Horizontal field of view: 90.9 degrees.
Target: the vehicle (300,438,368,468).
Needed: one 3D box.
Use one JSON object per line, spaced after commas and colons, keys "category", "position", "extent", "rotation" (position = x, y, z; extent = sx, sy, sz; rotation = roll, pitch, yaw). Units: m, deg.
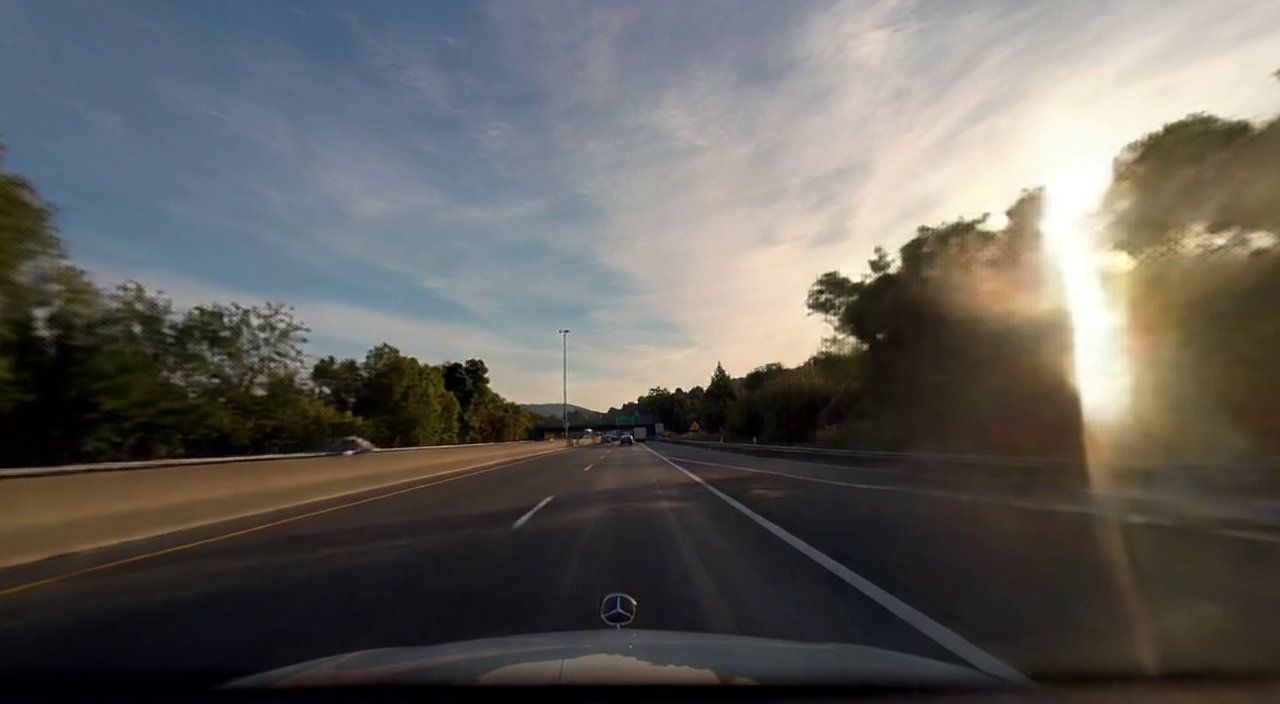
{"category": "vehicle", "position": [-17.138, 5.637, 35.491], "extent": [1.857, 1.583, 4.008], "rotation": [0, -8, -1]}
